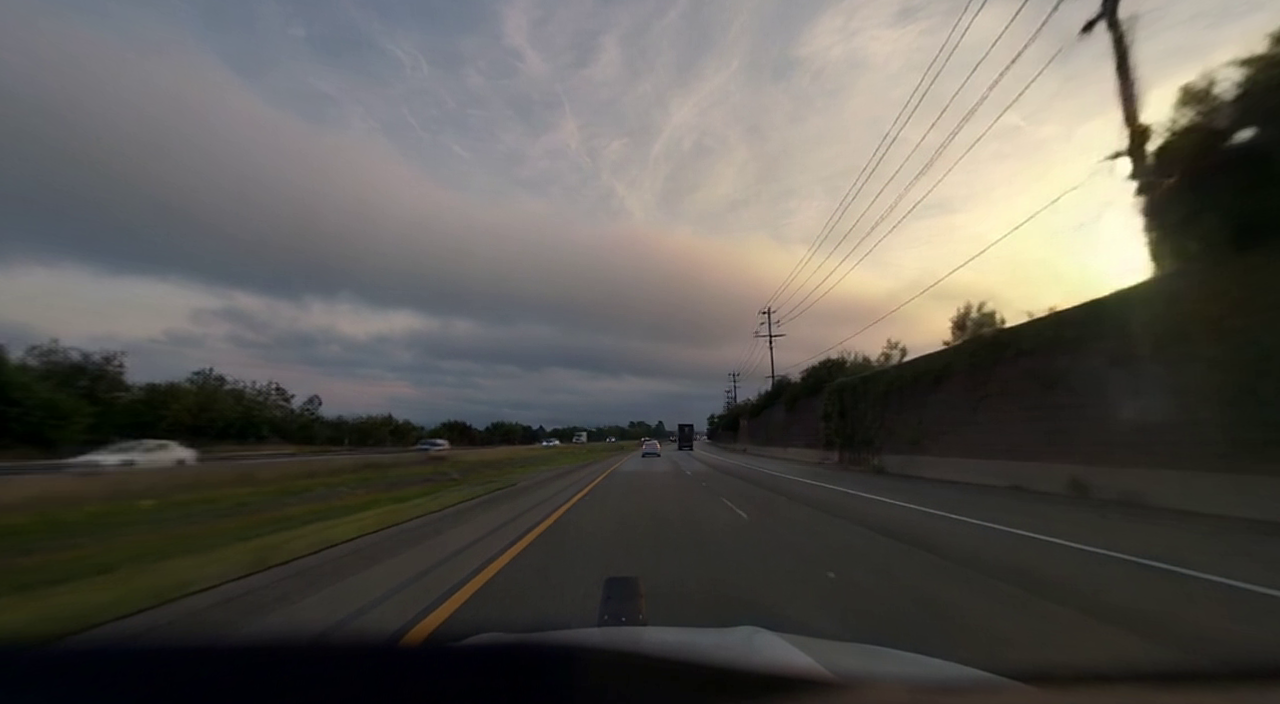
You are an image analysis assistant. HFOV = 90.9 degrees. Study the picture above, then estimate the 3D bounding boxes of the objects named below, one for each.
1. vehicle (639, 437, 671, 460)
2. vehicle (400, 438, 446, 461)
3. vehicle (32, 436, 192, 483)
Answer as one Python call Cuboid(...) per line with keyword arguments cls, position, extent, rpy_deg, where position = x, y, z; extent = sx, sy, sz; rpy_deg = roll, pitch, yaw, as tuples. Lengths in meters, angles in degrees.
Cuboid(cls="vehicle", position=(1.075, 6.927, 45.262), extent=(2.192, 1.556, 4.132), rpy_deg=(-1, -8, 2))
Cuboid(cls="vehicle", position=(-16.033, 7.211, 46.764), extent=(1.846, 1.545, 3.972), rpy_deg=(-1, -8, 2))
Cuboid(cls="vehicle", position=(-20.467, 4.163, 24.830), extent=(2.087, 1.611, 4.808), rpy_deg=(-1, -8, 1))
